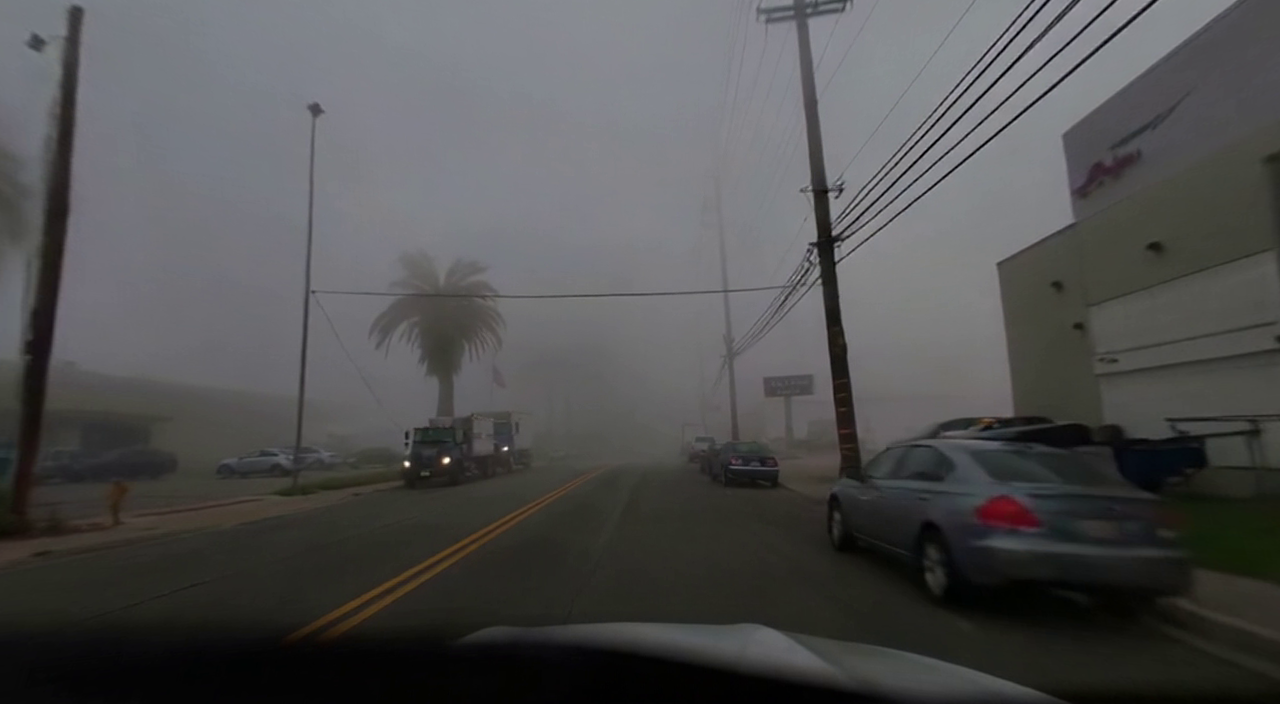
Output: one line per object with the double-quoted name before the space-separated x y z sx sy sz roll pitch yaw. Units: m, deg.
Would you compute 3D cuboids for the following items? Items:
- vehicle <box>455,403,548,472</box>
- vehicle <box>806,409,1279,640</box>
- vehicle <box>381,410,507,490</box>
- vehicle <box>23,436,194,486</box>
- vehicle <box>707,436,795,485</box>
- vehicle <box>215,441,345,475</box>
"vehicle" -7.421 4.788 35.246 2.941 3.418 7.738 -1 -8 4
"vehicle" 3.517 1.548 6.823 2.111 1.611 4.576 0 -8 -1
"vehicle" -7.897 4.057 26.535 2.845 2.738 7.208 -3 -8 1
"vehicle" -20.739 4.248 25.104 2.152 1.746 5.461 0 -8 -2
"vehicle" 3.729 3.748 22.199 2.246 1.533 4.971 0 -8 1
"vehicle" -16.919 4.985 29.839 4.890 1.483 2.055 0 -8 2
